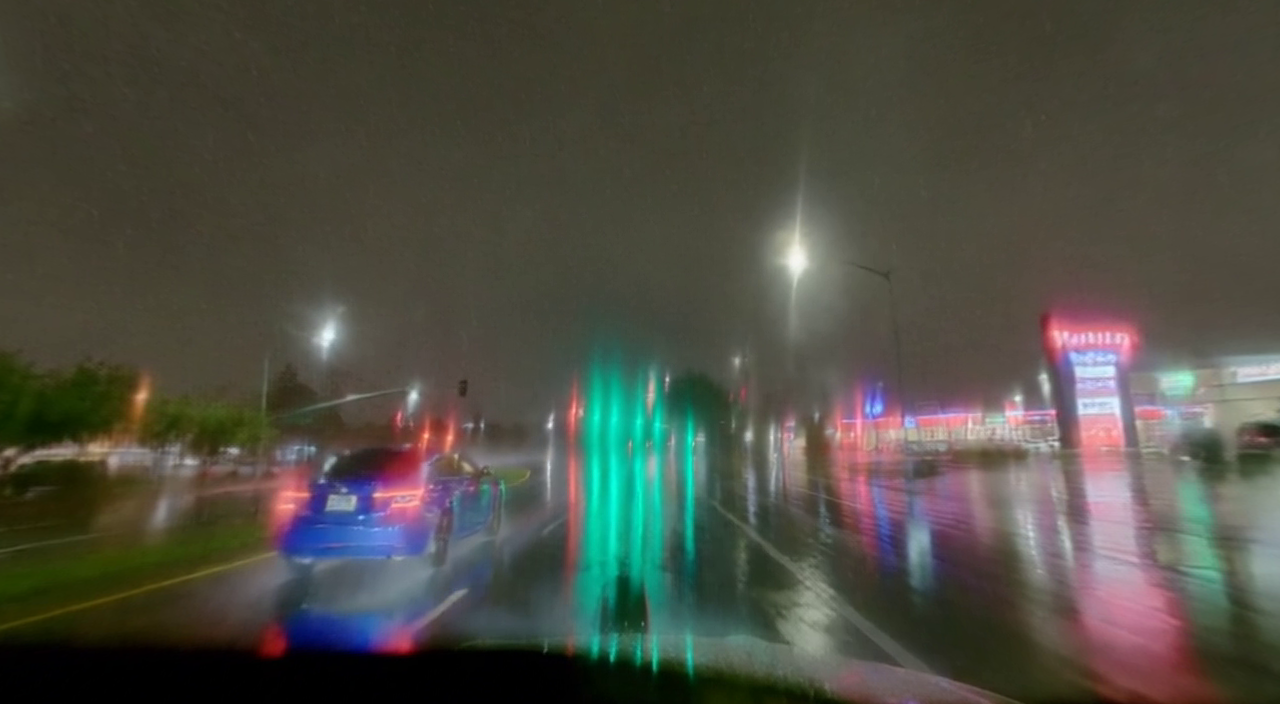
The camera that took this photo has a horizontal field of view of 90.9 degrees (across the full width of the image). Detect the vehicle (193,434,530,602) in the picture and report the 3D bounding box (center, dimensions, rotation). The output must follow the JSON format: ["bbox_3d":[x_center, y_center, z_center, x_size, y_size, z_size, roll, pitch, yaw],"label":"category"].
[{"bbox_3d":[-2.871,1.810,7.941,2.082,1.460,4.636,0,-8,1],"label":"vehicle"}]

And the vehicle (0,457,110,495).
[{"bbox_3d":[-31.171,6.417,32.823,5.009,1.772,2.506,5,-10,-30],"label":"vehicle"}]
